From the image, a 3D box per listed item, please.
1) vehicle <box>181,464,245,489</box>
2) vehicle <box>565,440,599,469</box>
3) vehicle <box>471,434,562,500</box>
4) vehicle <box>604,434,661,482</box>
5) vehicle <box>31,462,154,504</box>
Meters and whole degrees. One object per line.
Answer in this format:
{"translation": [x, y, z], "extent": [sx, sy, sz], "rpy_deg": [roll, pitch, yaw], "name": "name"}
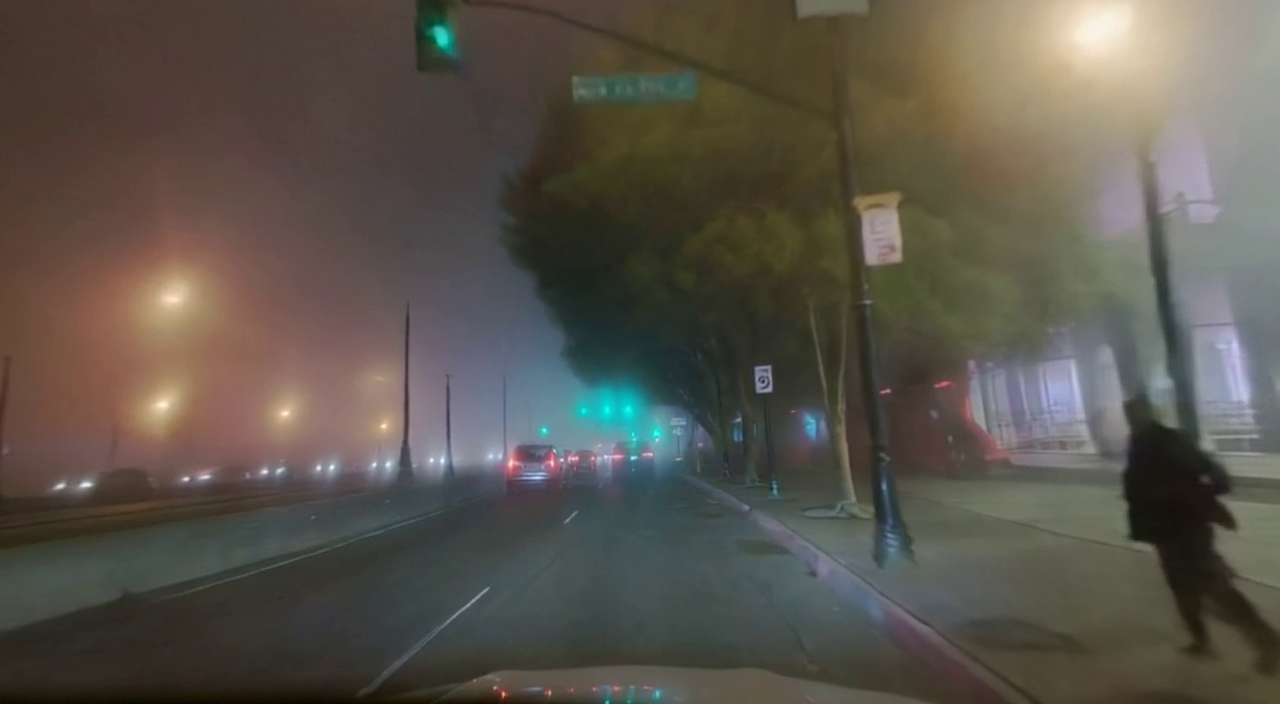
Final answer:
{"translation": [-32.212, 9.389, 47.675], "extent": [1.913, 1.579, 4.379], "rpy_deg": [0, -8, -3], "name": "vehicle"}
{"translation": [-3.988, 7.133, 44.155], "extent": [2.220, 1.847, 4.587], "rpy_deg": [0, -8, -3], "name": "vehicle"}
{"translation": [-3.495, 3.317, 18.627], "extent": [1.940, 1.722, 3.823], "rpy_deg": [0, -8, -1], "name": "vehicle"}
{"translation": [-0.338, 4.209, 25.317], "extent": [2.120, 1.758, 3.917], "rpy_deg": [0, -8, -2], "name": "vehicle"}
{"translation": [-27.853, 6.641, 32.362], "extent": [1.998, 1.797, 5.035], "rpy_deg": [0, -8, -4], "name": "vehicle"}
